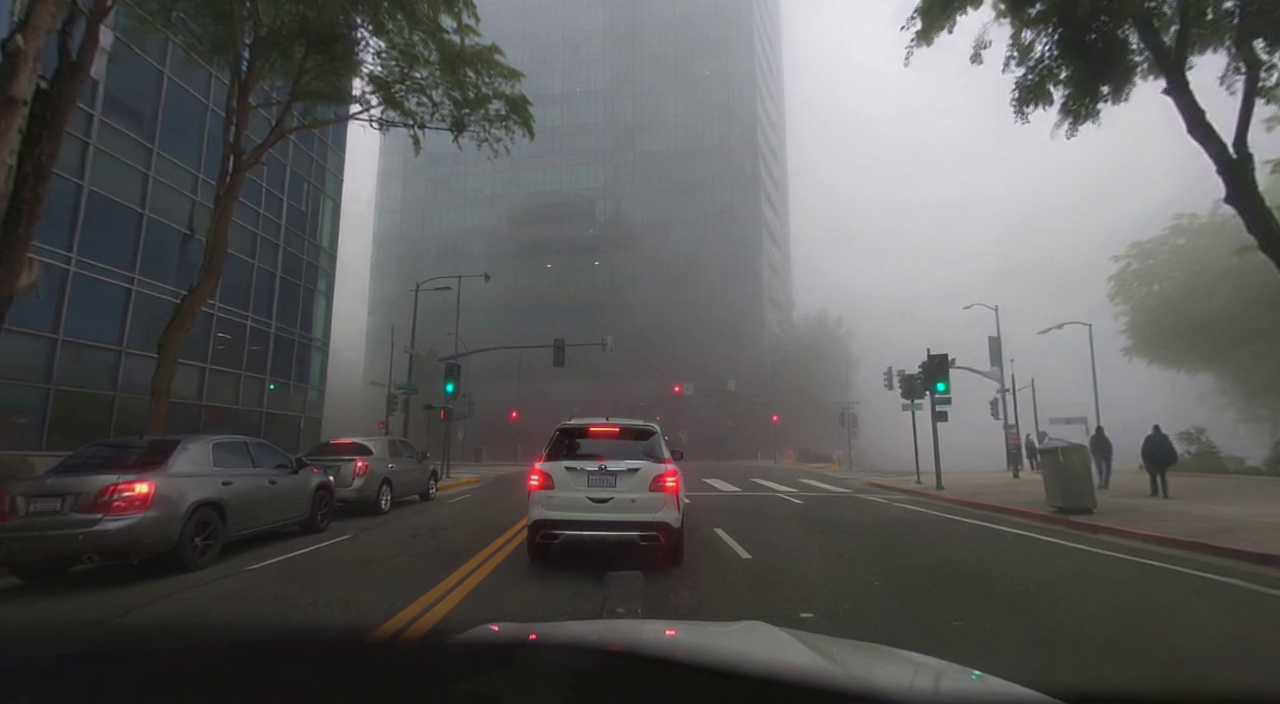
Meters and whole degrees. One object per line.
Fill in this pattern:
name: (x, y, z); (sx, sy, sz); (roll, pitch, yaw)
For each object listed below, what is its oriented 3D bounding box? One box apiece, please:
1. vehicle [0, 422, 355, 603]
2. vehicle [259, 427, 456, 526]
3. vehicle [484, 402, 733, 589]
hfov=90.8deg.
vehicle: (-5.742, 1.853, 8.278); (1.904, 1.684, 4.529); (0, -9, -1)
vehicle: (-5.871, 2.635, 13.963); (2.077, 1.791, 4.751); (0, -9, 1)
vehicle: (-0.266, 1.599, 7.788); (2.258, 1.687, 3.934); (0, -9, 1)
